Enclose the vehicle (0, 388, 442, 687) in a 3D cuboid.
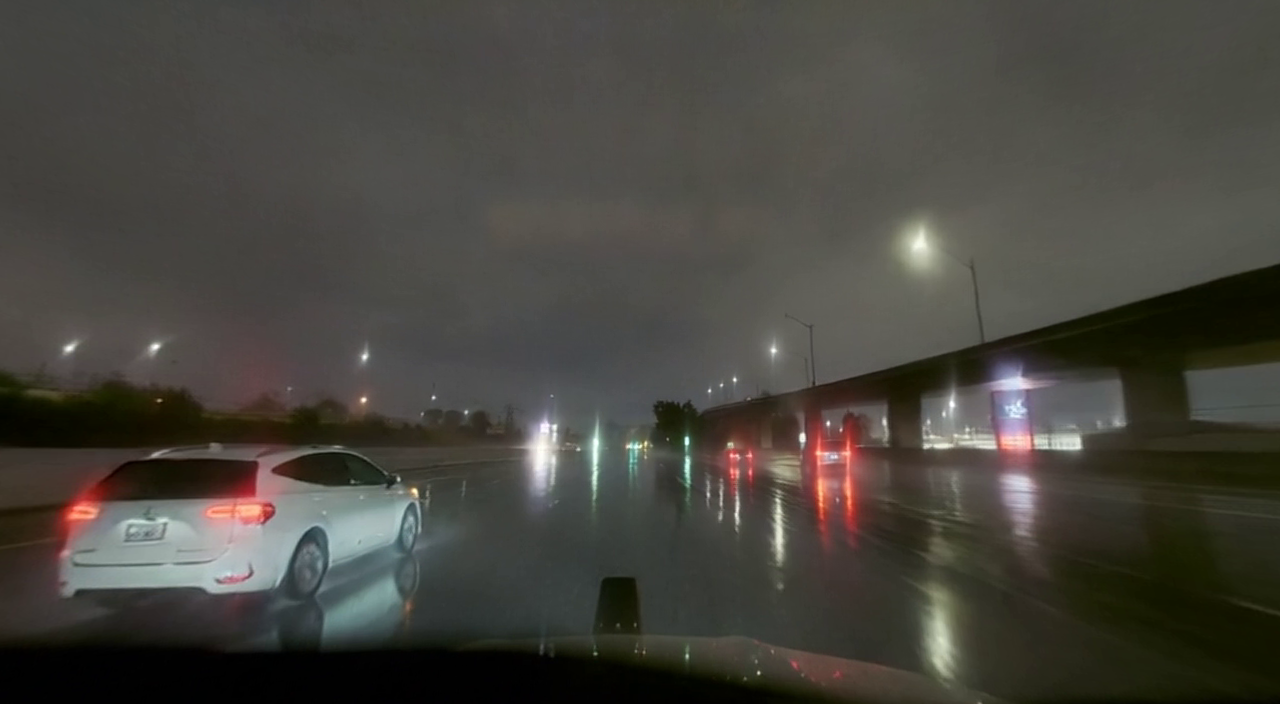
[{"bbox_3d":[-3.612,1.382,5.856,2.178,1.699,4.321,0,-8,-1],"label":"vehicle"}]
